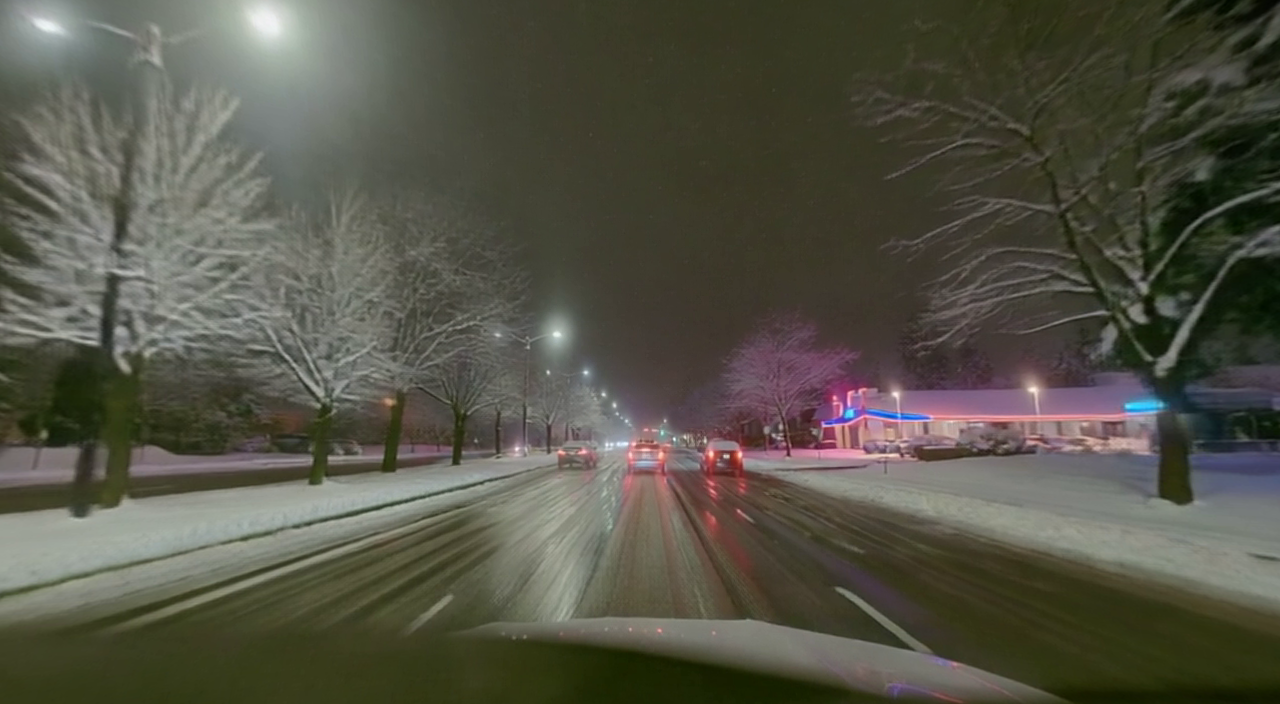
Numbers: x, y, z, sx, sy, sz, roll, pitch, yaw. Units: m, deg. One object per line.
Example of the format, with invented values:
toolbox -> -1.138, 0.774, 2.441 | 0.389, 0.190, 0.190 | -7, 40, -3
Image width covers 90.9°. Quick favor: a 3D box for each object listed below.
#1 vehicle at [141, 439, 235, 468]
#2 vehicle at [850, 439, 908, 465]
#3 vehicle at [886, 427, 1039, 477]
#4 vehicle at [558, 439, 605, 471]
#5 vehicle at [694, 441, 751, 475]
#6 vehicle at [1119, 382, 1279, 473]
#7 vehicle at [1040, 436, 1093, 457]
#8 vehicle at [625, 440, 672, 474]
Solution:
vehicle -> -34.964, 7.827, 49.053 | 2.578, 1.973, 6.455 | 1, -8, -1
vehicle -> 15.456, 6.486, 41.047 | 2.099, 1.526, 4.555 | -1, -8, 2
vehicle -> 13.375, 4.189, 26.429 | 5.144, 1.834, 2.188 | -2, -9, 2
vehicle -> -3.025, 5.444, 33.487 | 1.995, 1.607, 4.086 | 0, -8, 1
vehicle -> 3.788, 4.947, 29.712 | 2.012, 1.462, 4.400 | 0, -8, -1
vehicle -> 26.141, 3.236, 27.103 | 8.385, 3.654, 2.810 | -1, -8, 2
vehicle -> 32.693, 7.261, 48.411 | 1.777, 1.465, 3.743 | -1, -9, 7
vehicle -> 0.380, 4.913, 29.684 | 2.059, 1.477, 4.216 | 0, -8, 0
